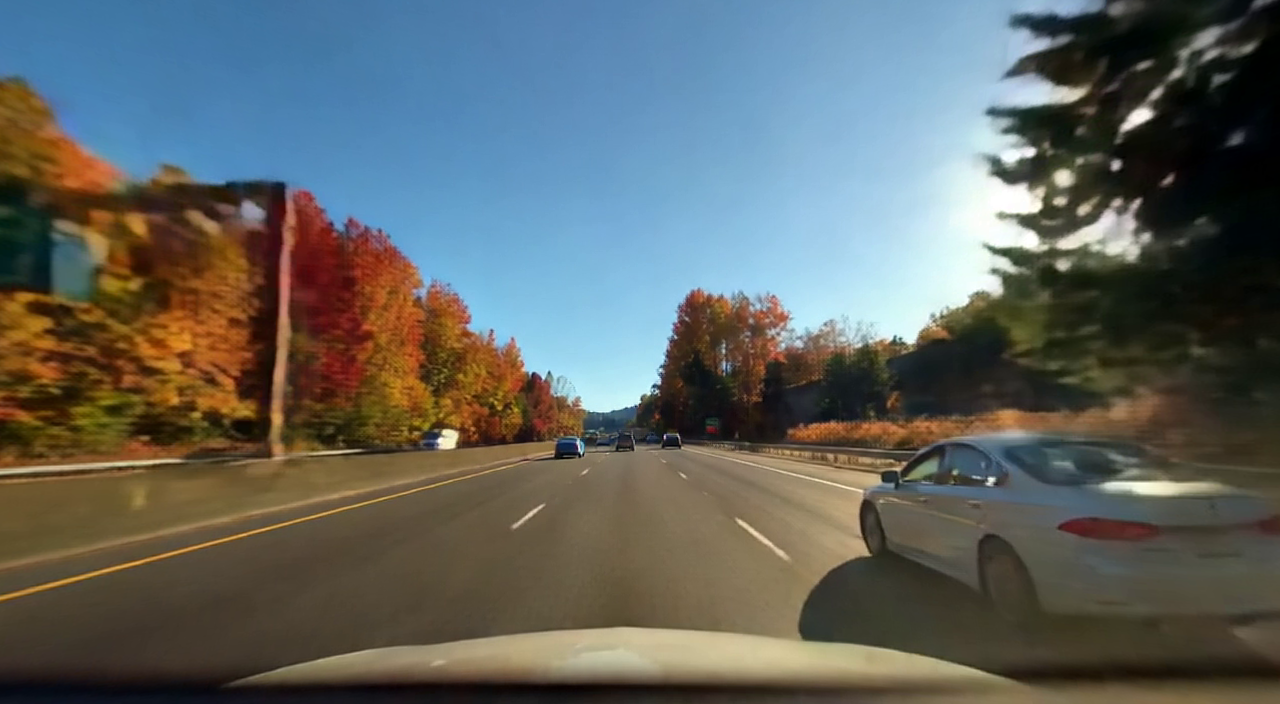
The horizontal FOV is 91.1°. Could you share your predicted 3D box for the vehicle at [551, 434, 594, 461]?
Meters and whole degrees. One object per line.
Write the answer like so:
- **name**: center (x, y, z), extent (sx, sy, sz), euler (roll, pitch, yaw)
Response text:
- **vehicle**: center (-3.981, 5.693, 37.680), extent (2.103, 1.507, 4.367), euler (0, -8, 0)
